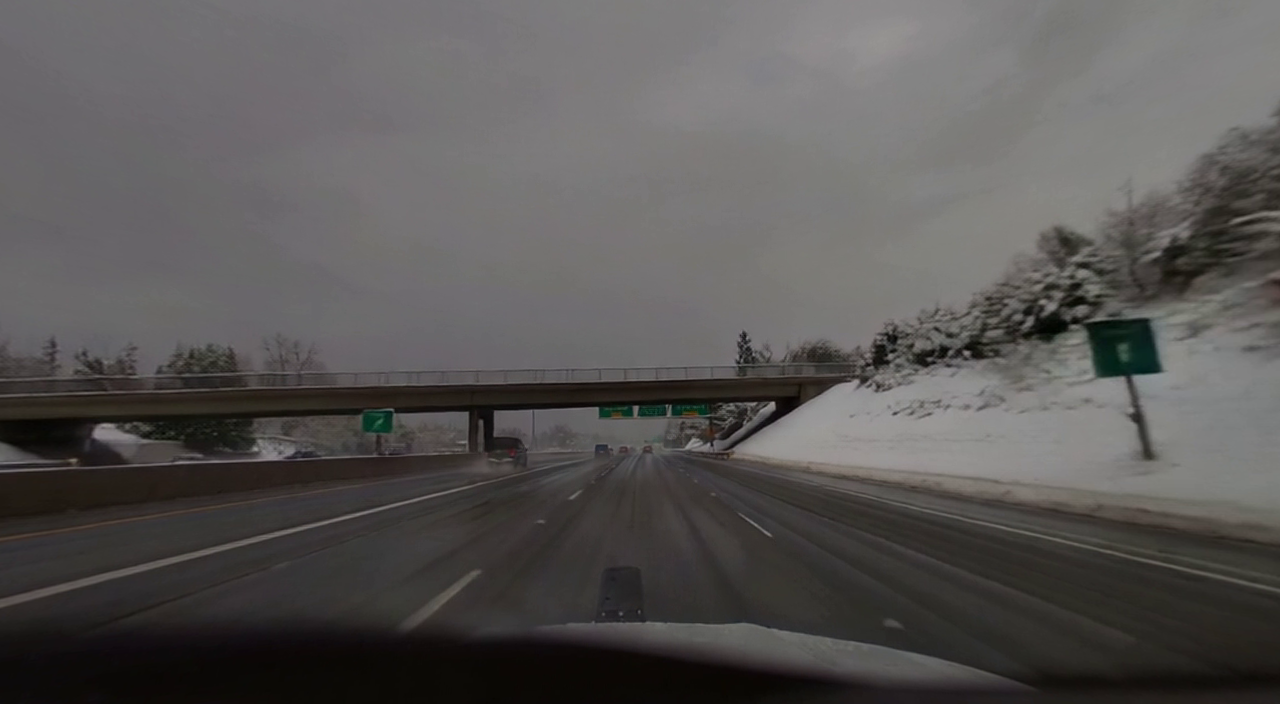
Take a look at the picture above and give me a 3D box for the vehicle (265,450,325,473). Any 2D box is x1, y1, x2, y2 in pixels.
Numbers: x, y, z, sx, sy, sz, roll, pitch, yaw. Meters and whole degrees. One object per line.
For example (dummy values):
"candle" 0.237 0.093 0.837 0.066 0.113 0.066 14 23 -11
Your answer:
"vehicle" -26.878 8.532 49.256 2.001 1.610 4.667 0 -9 1

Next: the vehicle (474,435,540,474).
"vehicle" -7.209 5.633 34.913 2.341 1.959 5.684 0 -9 1

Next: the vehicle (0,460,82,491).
"vehicle" -34.100 6.826 35.035 1.833 1.492 4.588 0 -9 -1

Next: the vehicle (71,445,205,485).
"vehicle" -26.454 5.927 33.569 2.246 1.917 5.901 0 -9 0
